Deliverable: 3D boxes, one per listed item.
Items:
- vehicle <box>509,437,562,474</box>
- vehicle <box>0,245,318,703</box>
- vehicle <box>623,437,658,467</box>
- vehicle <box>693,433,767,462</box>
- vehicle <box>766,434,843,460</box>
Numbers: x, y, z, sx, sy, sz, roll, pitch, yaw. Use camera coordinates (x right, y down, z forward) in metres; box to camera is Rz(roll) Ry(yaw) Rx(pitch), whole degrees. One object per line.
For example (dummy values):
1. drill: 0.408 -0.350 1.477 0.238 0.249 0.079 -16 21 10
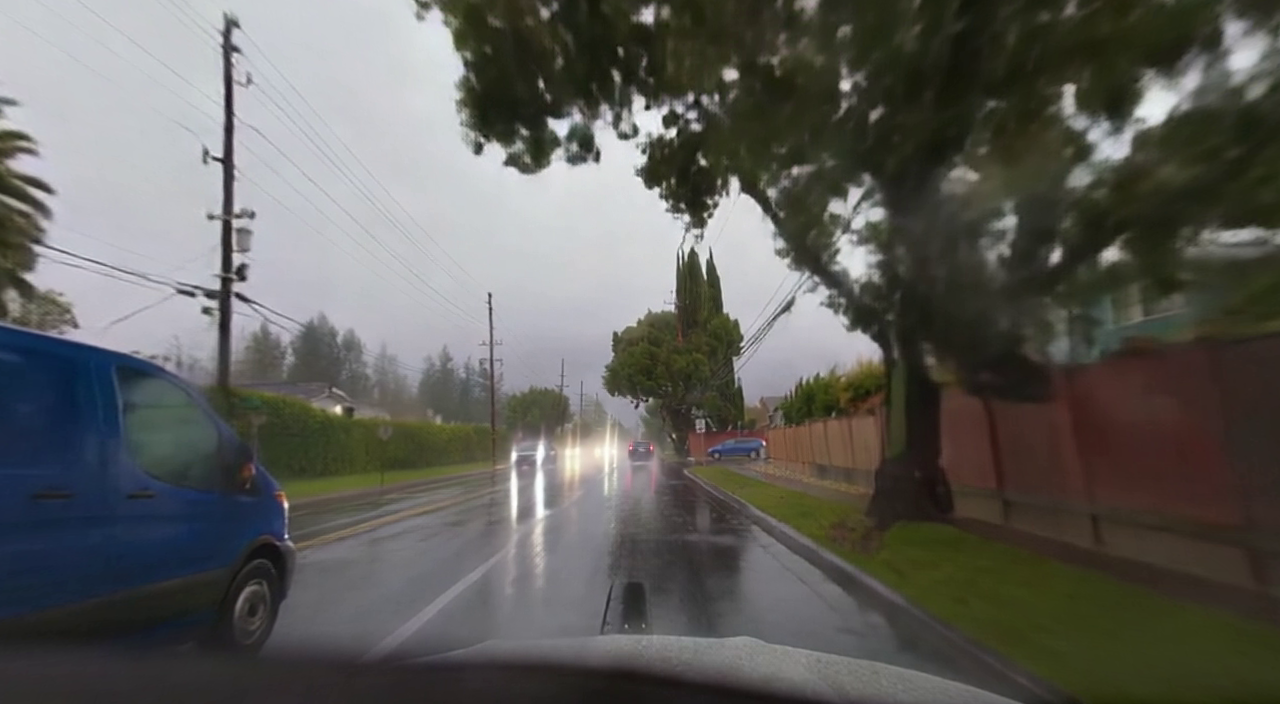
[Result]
1. vehicle: -6.507 6.519 40.091 2.333 2.165 5.436 0 -8 1
2. vehicle: -3.653 0.575 1.761 2.336 2.152 5.866 0 -8 1
3. vehicle: 0.051 6.237 39.439 2.120 1.718 3.909 0 -8 0
4. vehicle: 6.731 7.121 46.902 5.012 1.711 2.457 -6 -8 15
5. vehicle: 10.343 6.014 39.902 4.295 1.505 1.918 -1 -8 1
